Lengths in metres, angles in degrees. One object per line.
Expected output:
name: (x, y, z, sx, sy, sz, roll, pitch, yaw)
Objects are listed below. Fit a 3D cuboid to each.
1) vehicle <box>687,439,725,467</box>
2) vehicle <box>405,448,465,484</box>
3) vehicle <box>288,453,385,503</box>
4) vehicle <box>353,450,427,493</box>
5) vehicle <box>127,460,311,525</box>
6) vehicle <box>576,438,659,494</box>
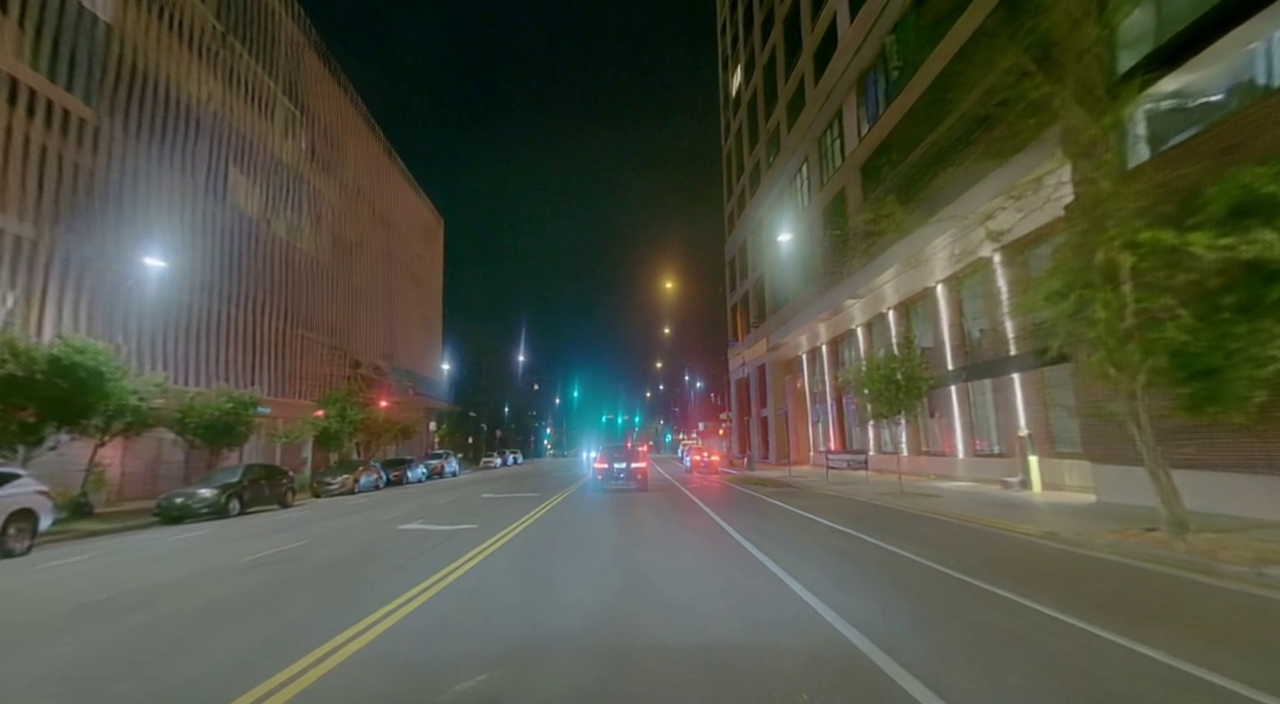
vehicle: (4.225, 6.532, 41.001, 1.924, 1.645, 4.528, -1, -8, -1)
vehicle: (-12.188, 6.759, 37.893, 2.090, 1.784, 4.832, -4, -8, -2)
vehicle: (-12.250, 5.076, 25.826, 1.976, 1.577, 4.091, -6, -8, -1)
vehicle: (-12.321, 5.883, 31.472, 1.945, 1.712, 4.648, -6, -8, -3)
vehicle: (-11.859, 3.944, 18.344, 1.991, 1.507, 4.879, 0, -8, 0)
vehicle: (-0.639, 3.407, 19.254, 2.269, 1.479, 3.980, 0, -8, -1)
